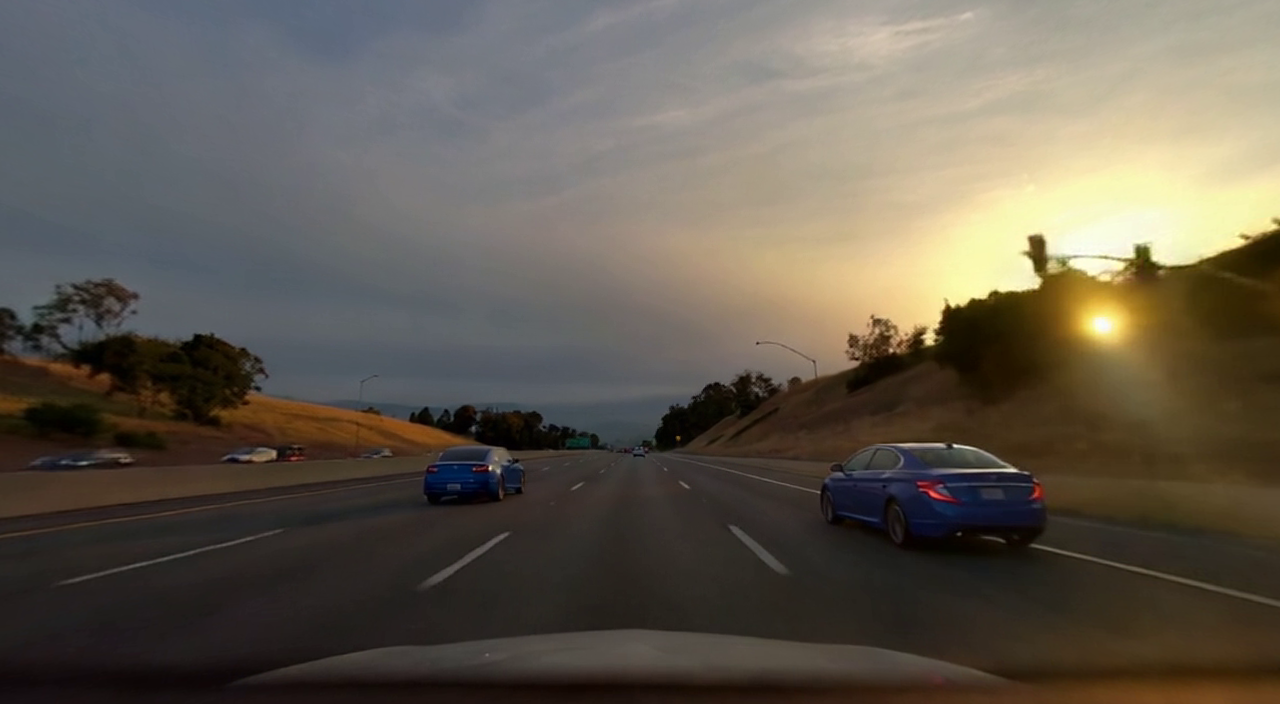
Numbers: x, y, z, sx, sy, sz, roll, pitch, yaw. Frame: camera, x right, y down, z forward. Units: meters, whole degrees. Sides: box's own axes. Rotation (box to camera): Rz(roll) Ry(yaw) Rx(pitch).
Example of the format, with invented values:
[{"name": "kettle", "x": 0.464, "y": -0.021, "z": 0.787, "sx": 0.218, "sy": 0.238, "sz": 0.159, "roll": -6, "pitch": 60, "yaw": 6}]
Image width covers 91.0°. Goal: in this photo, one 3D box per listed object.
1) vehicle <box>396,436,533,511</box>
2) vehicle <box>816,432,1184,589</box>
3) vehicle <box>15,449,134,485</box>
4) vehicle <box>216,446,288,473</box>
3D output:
[{"name": "vehicle", "x": -4.021, "y": 2.850, "z": 15.282, "sx": 1.987, "sy": 1.516, "sz": 4.478, "roll": 0, "pitch": -9, "yaw": 1}, {"name": "vehicle", "x": 4.152, "y": 1.884, "z": 8.500, "sx": 2.049, "sy": 1.481, "sz": 4.774, "roll": 0, "pitch": -9, "yaw": -1}, {"name": "vehicle", "x": -28.917, "y": 5.860, "z": 32.388, "sx": 2.116, "sy": 1.660, "sz": 4.279, "roll": 0, "pitch": -9, "yaw": 0}, {"name": "vehicle", "x": -29.115, "y": 8.050, "z": 47.436, "sx": 2.097, "sy": 1.888, "sz": 5.155, "roll": 0, "pitch": -9, "yaw": 1}]
